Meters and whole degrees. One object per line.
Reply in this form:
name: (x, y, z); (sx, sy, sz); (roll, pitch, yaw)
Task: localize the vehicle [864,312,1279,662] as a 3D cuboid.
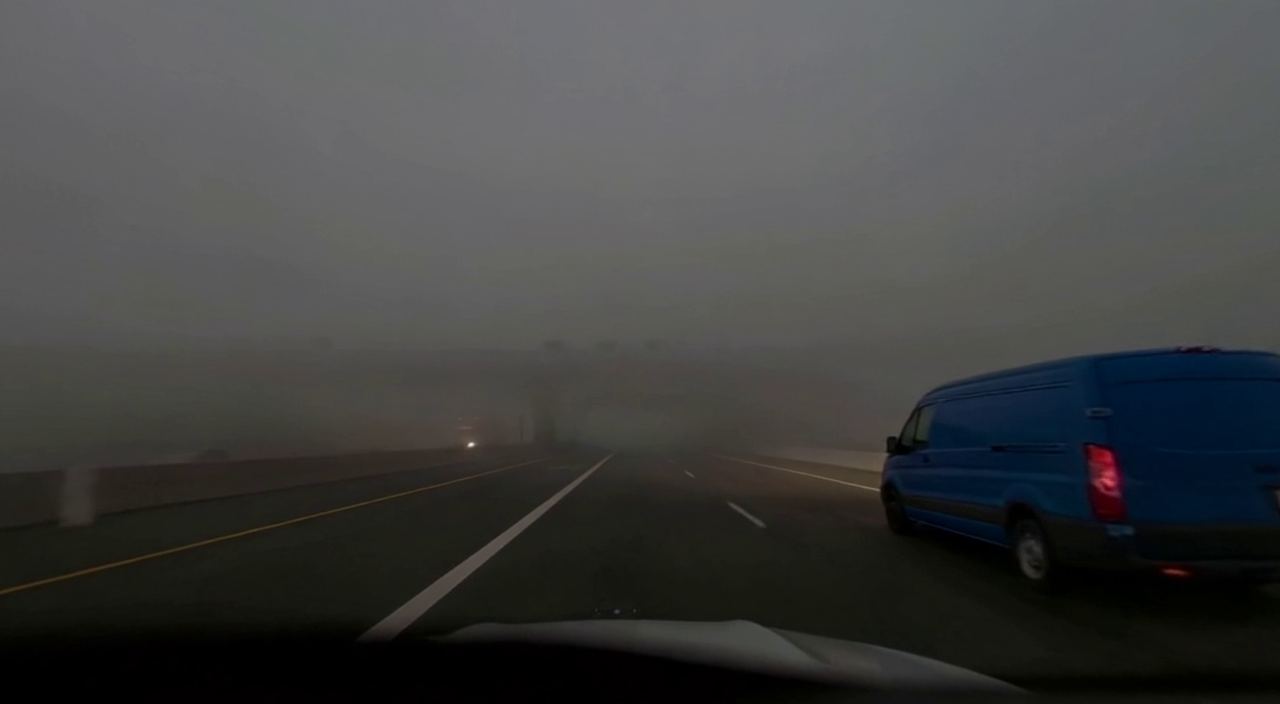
vehicle: (4.127, 1.074, 5.999); (2.161, 2.002, 4.631); (0, -8, -1)

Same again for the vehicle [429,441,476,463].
vehicle: (-13.439, 7.187, 45.411); (1.923, 1.526, 4.507); (-1, -8, 1)

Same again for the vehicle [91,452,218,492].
vehicle: (-21.040, 5.177, 27.587); (1.915, 1.496, 4.639); (0, -8, -1)

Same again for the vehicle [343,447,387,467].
vehicle: (-21.422, 8.144, 49.088); (1.710, 1.440, 3.716); (-1, -8, 1)
